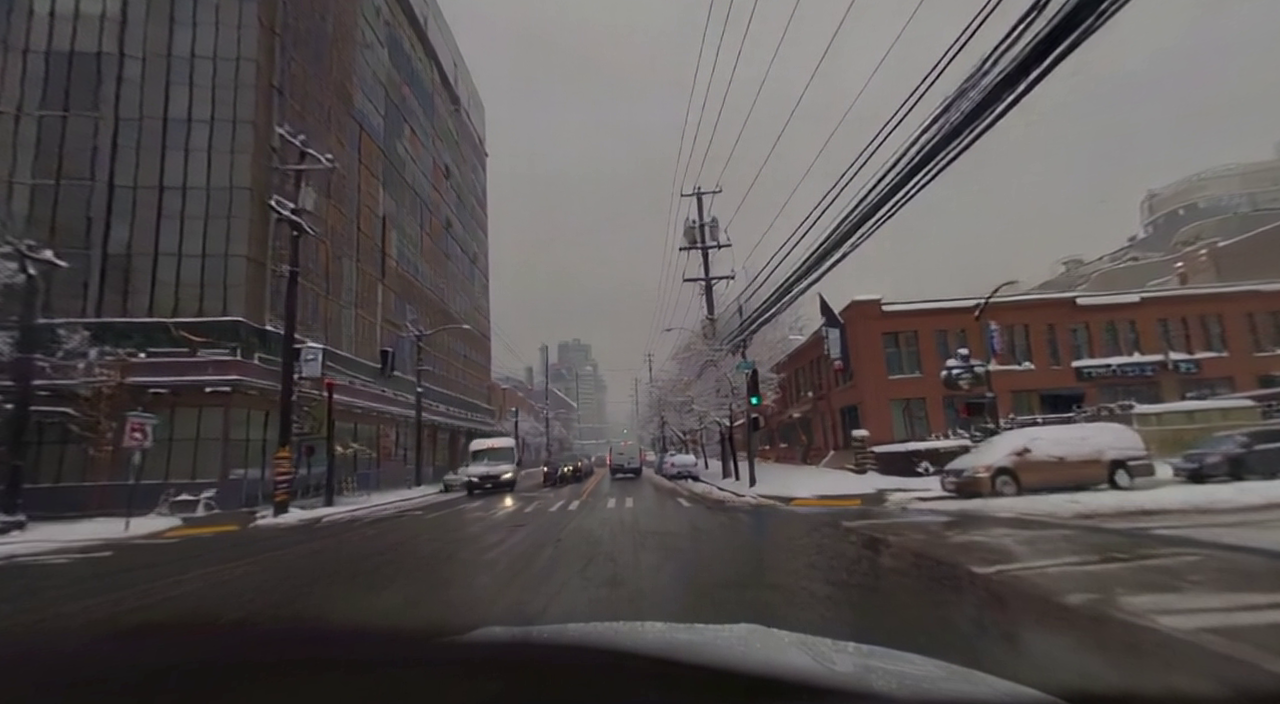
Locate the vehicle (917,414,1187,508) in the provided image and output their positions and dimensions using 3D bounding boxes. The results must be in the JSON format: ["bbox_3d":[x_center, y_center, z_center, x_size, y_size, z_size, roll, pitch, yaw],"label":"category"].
[{"bbox_3d":[9.974,2.718,15.782,4.966,1.826,2.209,-5,-9,6],"label":"vehicle"}]

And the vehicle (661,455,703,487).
[{"bbox_3d":[2.328,6.805,36.356,1.934,1.633,4.271,0,-9,-3],"label":"vehicle"}]

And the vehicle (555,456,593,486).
[{"bbox_3d":[-4.140,7.518,40.136,1.983,1.727,4.294,0,-9,-1],"label":"vehicle"}]

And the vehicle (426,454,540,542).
[{"bbox_3d":[-3.719,3.481,15.709,2.026,1.616,4.109,-2,-7,-4],"label":"vehicle"}]

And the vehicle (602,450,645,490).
[{"bbox_3d":[-0.909,6.171,33.370,2.127,1.893,4.194,0,-9,-3],"label":"vehicle"}]

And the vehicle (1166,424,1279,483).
[{"bbox_3d":[18.366,2.948,18.505,4.161,1.586,1.992,0,-9,-3],"label":"vehicle"}]
